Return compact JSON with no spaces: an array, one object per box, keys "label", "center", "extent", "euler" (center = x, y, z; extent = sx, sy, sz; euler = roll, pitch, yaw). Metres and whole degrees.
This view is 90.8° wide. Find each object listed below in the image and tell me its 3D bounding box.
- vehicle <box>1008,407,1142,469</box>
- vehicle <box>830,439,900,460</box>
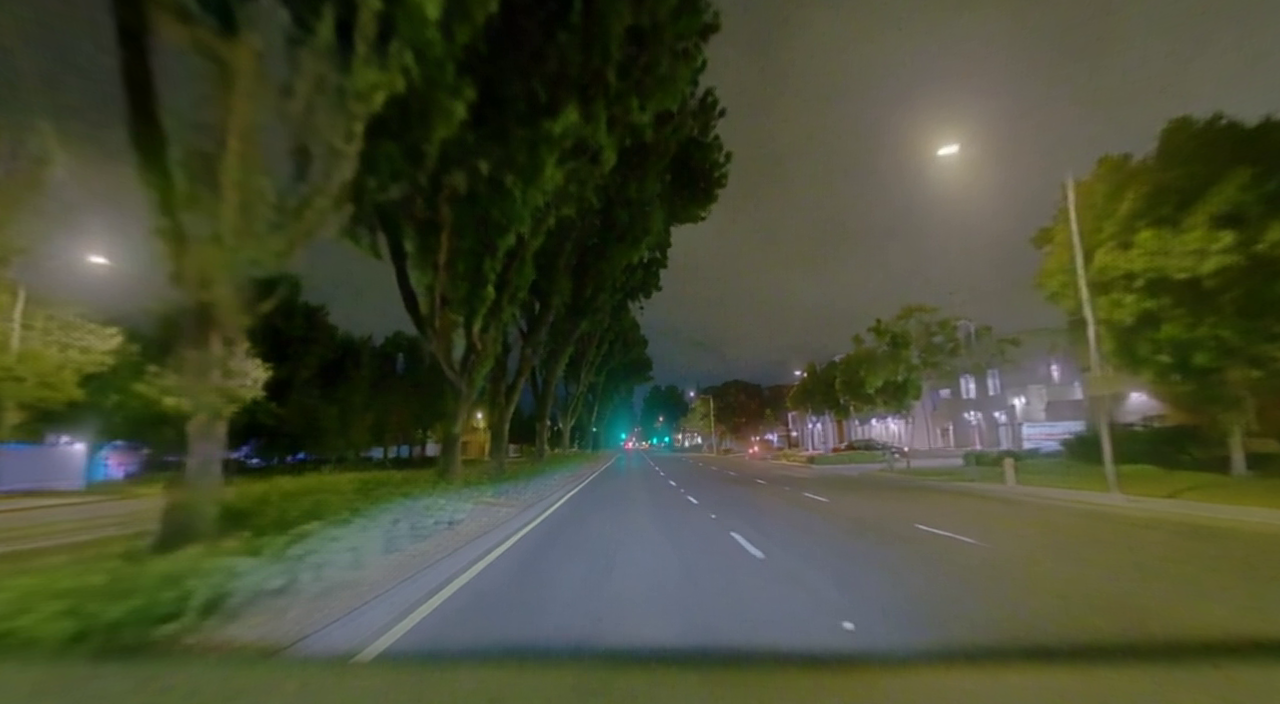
[{"label":"vehicle","center":[21.690,4.386,31.988],"extent":[2.400,2.851,5.992],"euler":[0,-8,0]},{"label":"vehicle","center":[16.924,7.351,47.645],"extent":[4.505,1.498,2.068],"euler":[0,-8,-3]}]
